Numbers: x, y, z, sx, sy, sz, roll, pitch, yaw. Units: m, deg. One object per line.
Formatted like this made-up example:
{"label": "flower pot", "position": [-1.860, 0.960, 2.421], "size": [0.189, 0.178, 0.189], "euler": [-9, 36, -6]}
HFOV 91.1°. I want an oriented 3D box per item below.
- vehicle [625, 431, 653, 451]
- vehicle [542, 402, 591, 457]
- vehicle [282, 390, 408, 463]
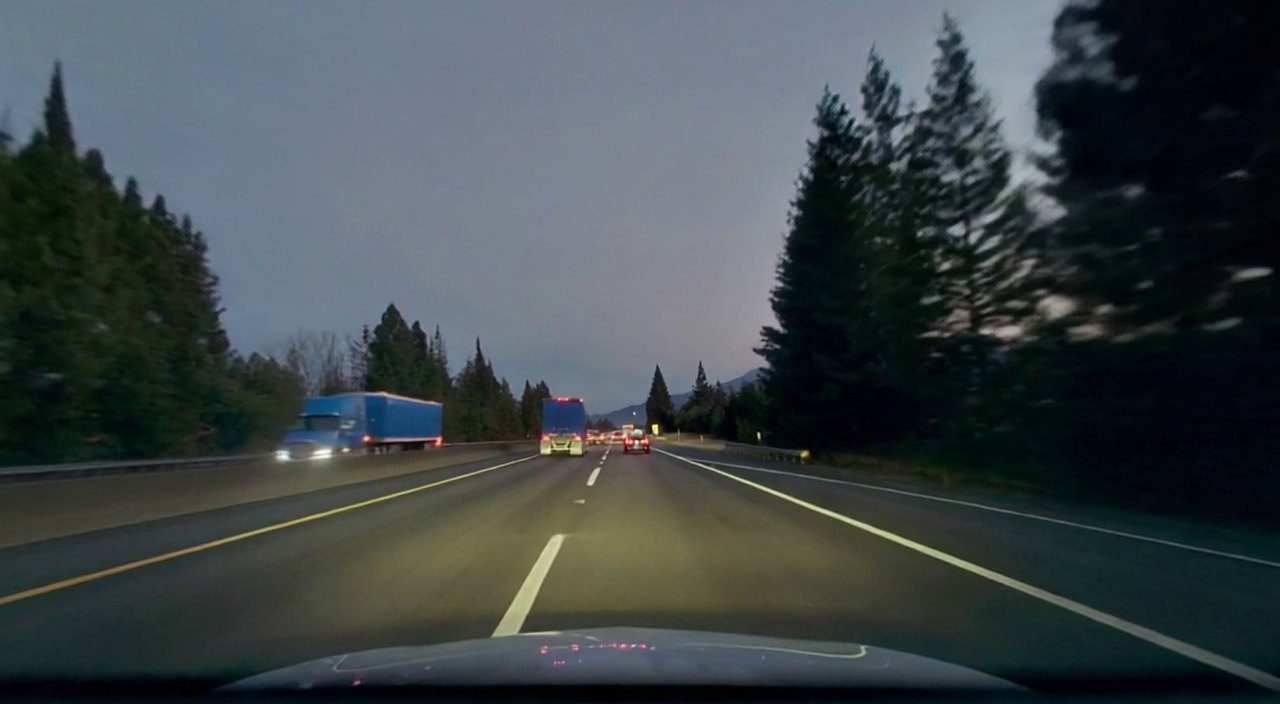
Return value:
{"label": "vehicle", "position": [-0.102, 6.959, 49.053], "size": [1.988, 1.472, 3.716], "euler": [0, -8, -3]}
{"label": "vehicle", "position": [-4.397, 4.818, 38.816], "size": [2.450, 3.098, 6.965], "euler": [0, -8, -2]}
{"label": "vehicle", "position": [-17.332, 4.580, 38.091], "size": [2.992, 3.780, 10.447], "euler": [0, -8, -3]}
